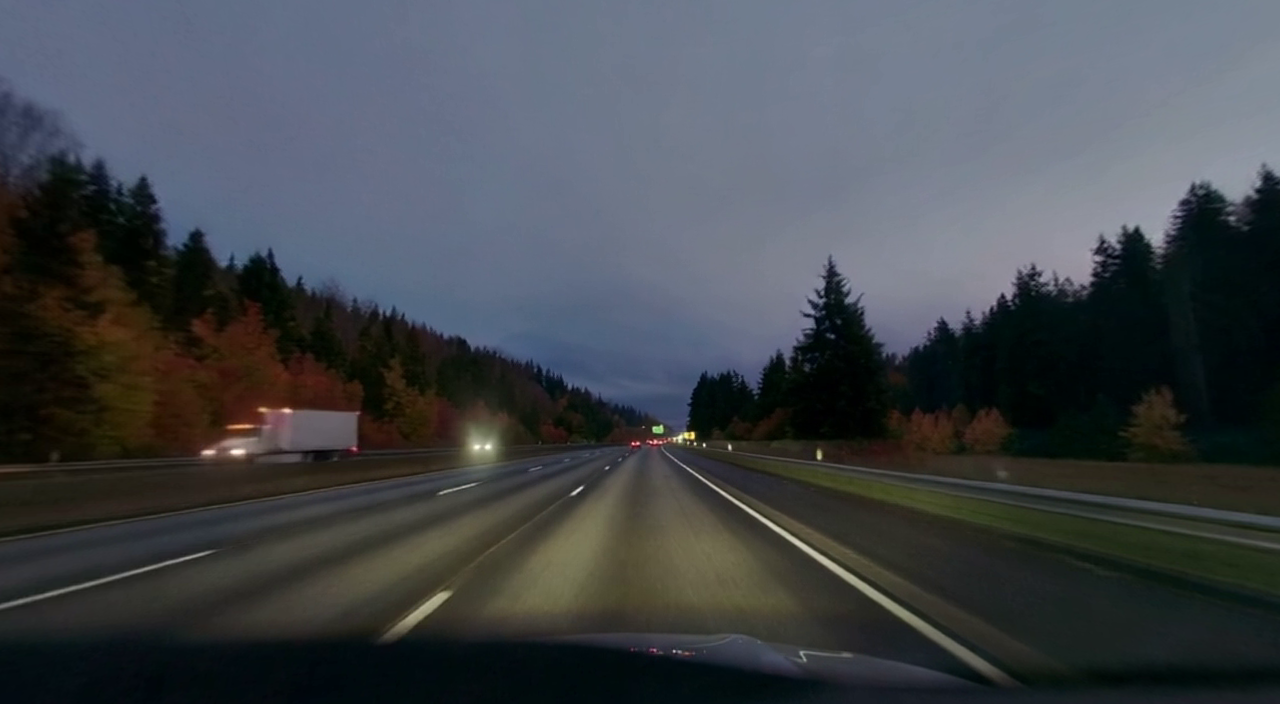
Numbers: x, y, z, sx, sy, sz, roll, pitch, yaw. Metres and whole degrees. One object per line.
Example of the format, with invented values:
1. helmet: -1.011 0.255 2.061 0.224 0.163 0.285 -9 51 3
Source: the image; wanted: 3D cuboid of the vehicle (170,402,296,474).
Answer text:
1. vehicle: -22.861 4.918 35.817 2.967 3.721 5.967 0 -8 1
